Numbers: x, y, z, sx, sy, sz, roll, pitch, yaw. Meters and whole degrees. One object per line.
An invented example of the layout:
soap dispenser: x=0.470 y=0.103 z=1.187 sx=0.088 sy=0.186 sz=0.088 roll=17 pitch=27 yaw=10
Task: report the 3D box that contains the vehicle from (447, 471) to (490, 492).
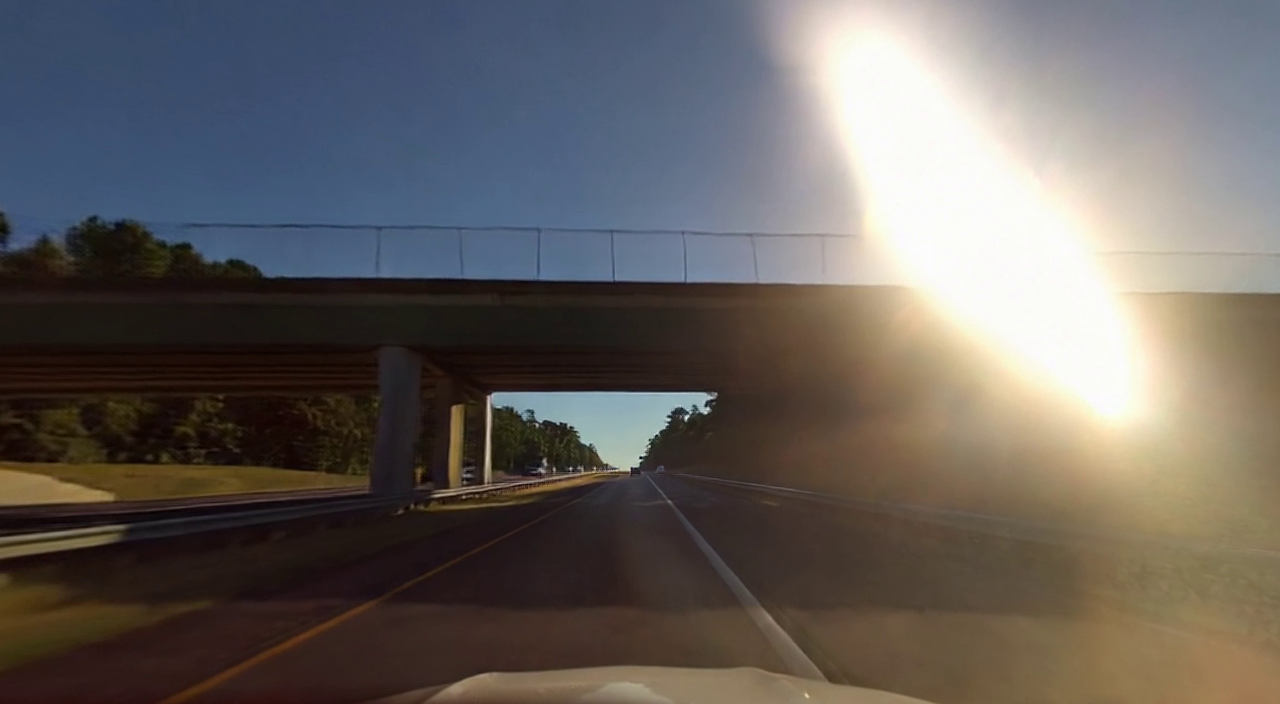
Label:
vehicle: x=-12.384 y=9.359 z=45.716 sx=1.941 sy=1.429 sz=3.701 roll=0 pitch=-10 yaw=2
